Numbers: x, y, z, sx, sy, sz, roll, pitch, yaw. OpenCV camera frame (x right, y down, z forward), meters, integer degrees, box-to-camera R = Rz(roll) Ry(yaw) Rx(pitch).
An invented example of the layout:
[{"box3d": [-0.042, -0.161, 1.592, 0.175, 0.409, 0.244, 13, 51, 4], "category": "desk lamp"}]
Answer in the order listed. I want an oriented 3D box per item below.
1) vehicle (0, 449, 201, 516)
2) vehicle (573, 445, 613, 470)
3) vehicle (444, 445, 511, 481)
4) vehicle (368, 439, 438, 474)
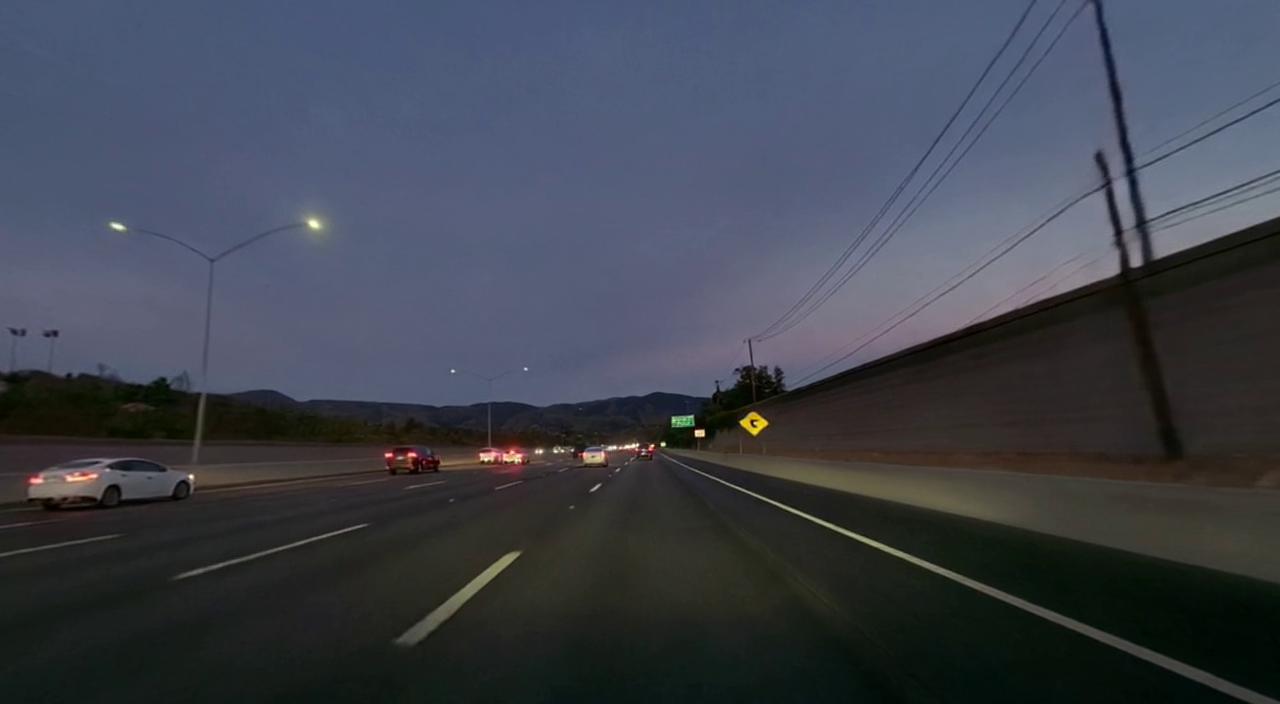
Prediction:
[{"box3d": [-14.363, 3.333, 16.726, 1.885, 1.474, 4.849, 0, -9, 1], "category": "vehicle"}, {"box3d": [-2.847, 6.488, 39.047, 2.064, 1.446, 4.409, 0, -9, 0], "category": "vehicle"}, {"box3d": [-7.352, 5.038, 28.903, 1.899, 1.472, 4.202, 0, -9, 1], "category": "vehicle"}, {"box3d": [-14.389, 6.377, 38.666, 2.172, 1.946, 5.017, 0, -9, 1], "category": "vehicle"}]
